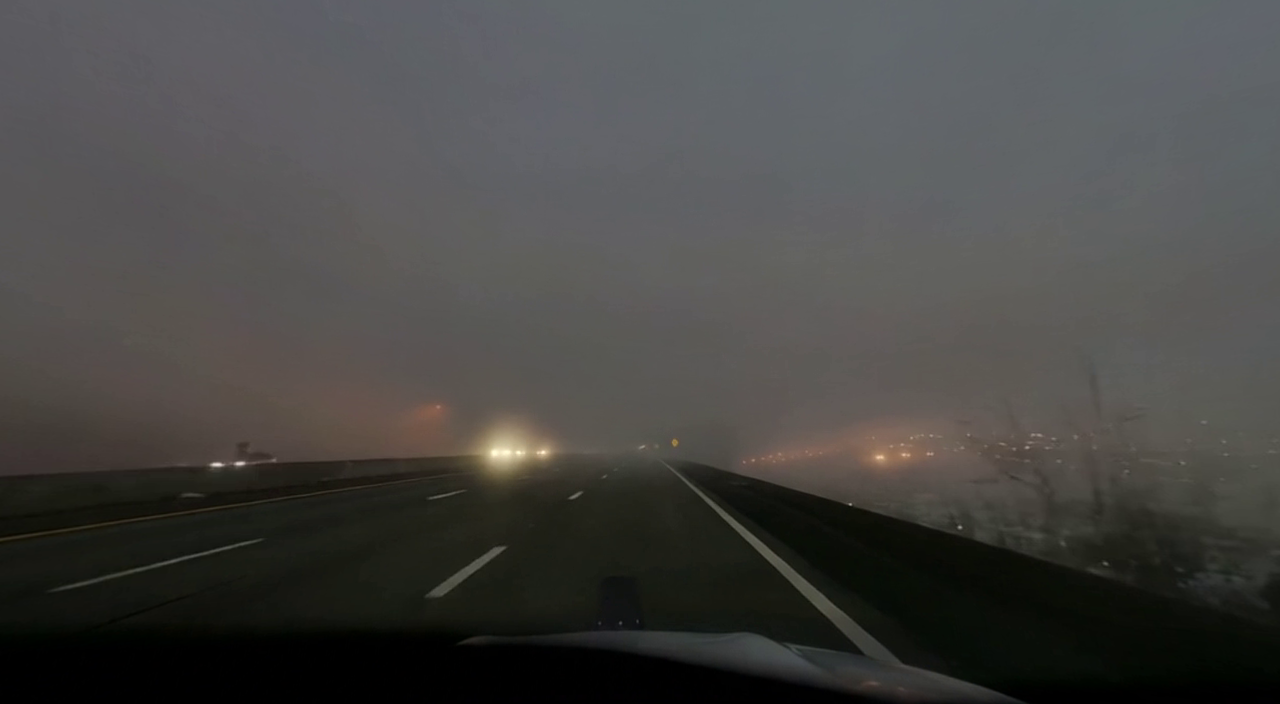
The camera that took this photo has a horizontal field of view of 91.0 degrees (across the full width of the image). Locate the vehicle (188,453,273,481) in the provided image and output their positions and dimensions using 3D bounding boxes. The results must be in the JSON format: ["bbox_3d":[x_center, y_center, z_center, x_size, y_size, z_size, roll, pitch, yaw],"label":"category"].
[{"bbox_3d":[-24.121,6.796,37.336,1.977,1.516,4.391,0,-9,2],"label":"vehicle"}]
